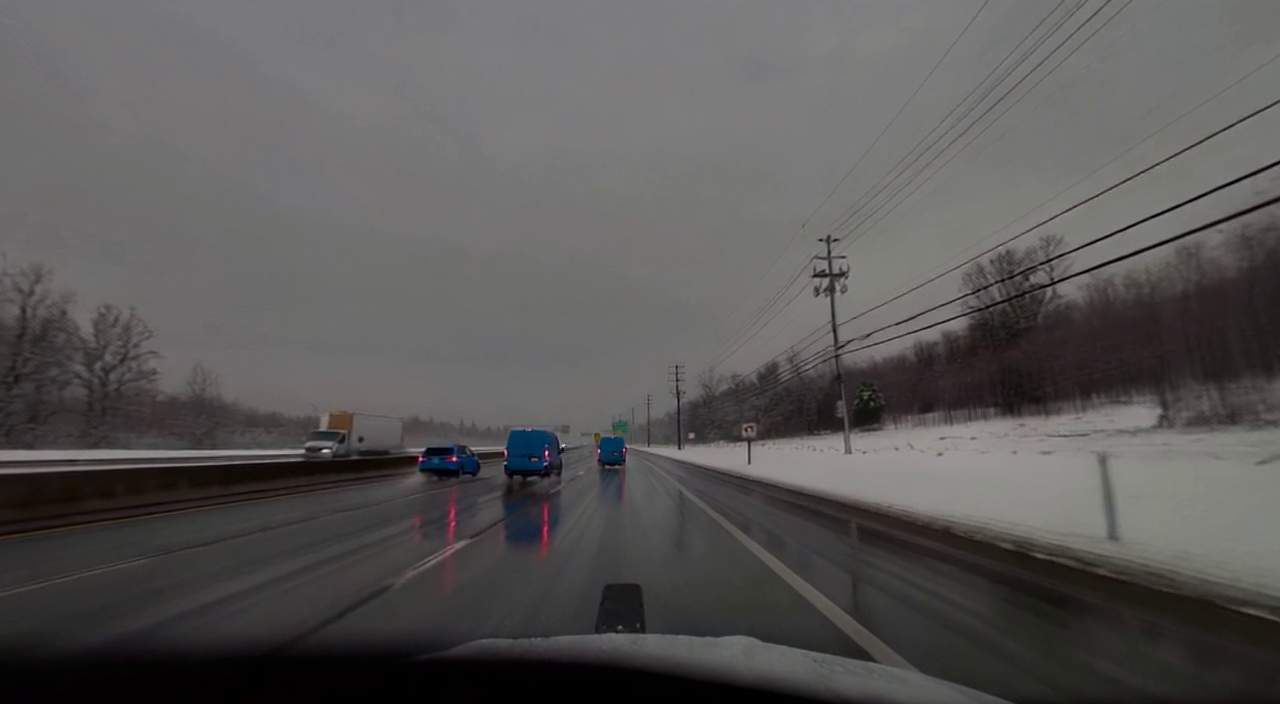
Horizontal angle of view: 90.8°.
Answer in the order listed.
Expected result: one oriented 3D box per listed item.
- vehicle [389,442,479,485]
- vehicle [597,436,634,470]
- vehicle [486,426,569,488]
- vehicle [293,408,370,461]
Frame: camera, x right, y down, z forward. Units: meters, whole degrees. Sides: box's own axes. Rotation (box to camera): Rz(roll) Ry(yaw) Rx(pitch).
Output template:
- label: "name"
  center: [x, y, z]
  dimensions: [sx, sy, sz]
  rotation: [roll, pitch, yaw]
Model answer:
- label: "vehicle"
  center: [-8.011, 4.380, 25.079]
  dimensions: [1.975, 1.540, 4.759]
  rotation: [0, -9, 0]
- label: "vehicle"
  center: [-1.547, 6.459, 40.397]
  dimensions: [2.197, 2.011, 5.130]
  rotation: [0, -9, -2]
- label: "vehicle"
  center: [-3.961, 3.836, 23.211]
  dimensions: [2.145, 2.010, 4.980]
  rotation: [0, -9, -1]
- label: "vehicle"
  center: [-24.113, 6.564, 49.675]
  dimensions: [3.020, 3.938, 5.806]
  rotation: [0, -9, -1]
